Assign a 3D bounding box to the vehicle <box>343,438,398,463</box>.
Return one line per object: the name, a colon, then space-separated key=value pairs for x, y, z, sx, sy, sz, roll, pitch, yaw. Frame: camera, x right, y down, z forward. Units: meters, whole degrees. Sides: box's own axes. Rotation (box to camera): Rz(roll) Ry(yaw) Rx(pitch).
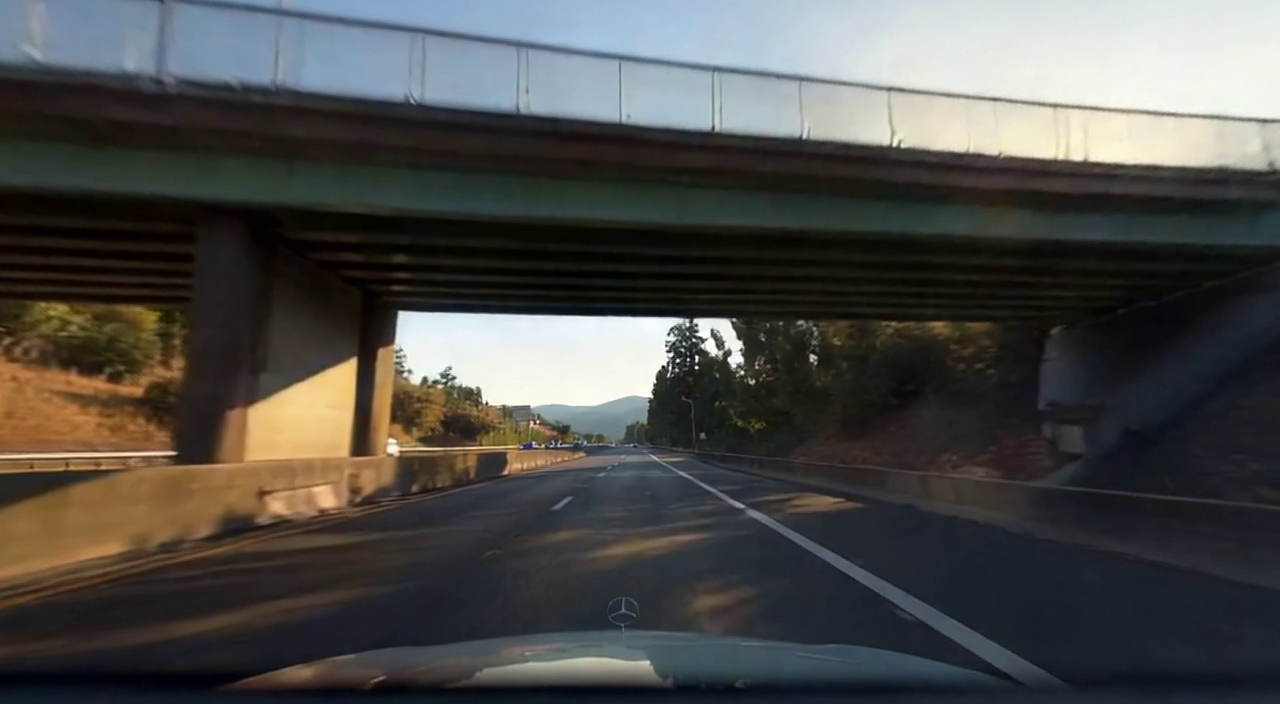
vehicle: x=-16.449 y=6.014 z=38.594 sx=1.691 sy=1.443 sz=3.653 roll=0 pitch=-9 yaw=1
